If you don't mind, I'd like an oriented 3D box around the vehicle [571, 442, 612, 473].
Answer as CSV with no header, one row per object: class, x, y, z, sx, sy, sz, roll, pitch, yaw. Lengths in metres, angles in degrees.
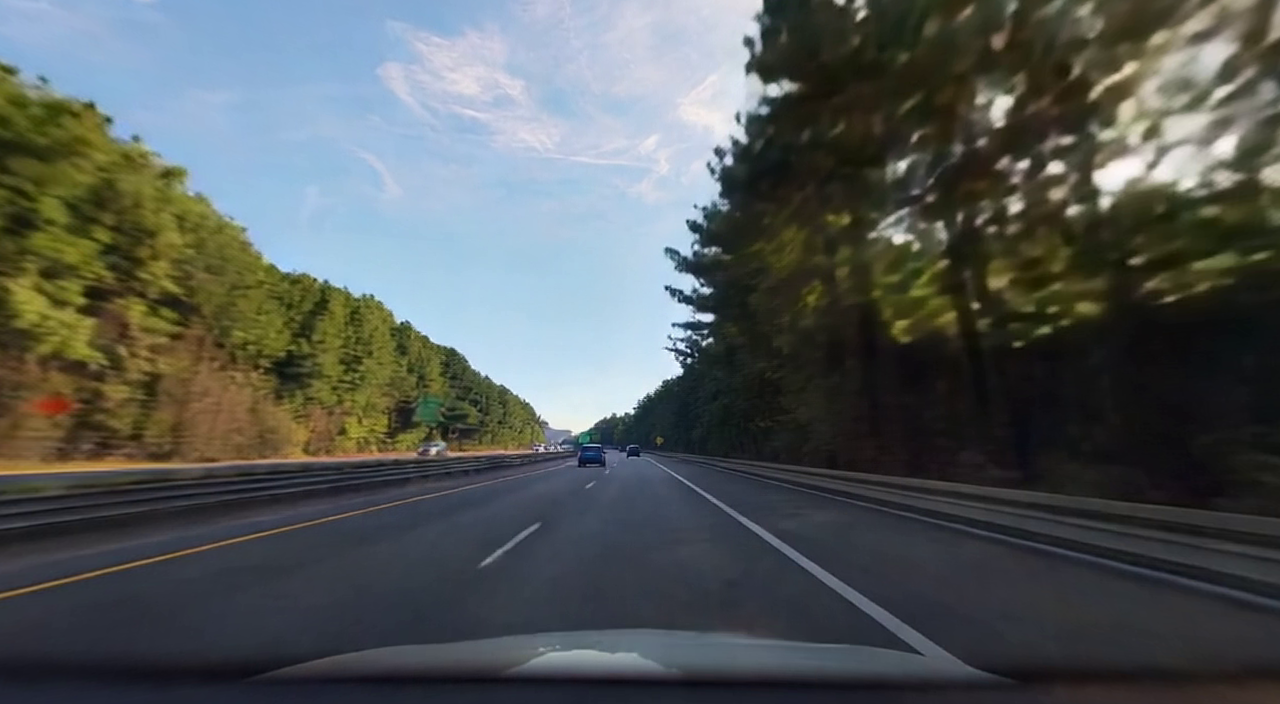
vehicle,-2.960,6.574,39.429,2.135,1.755,4.476,0,-9,0
